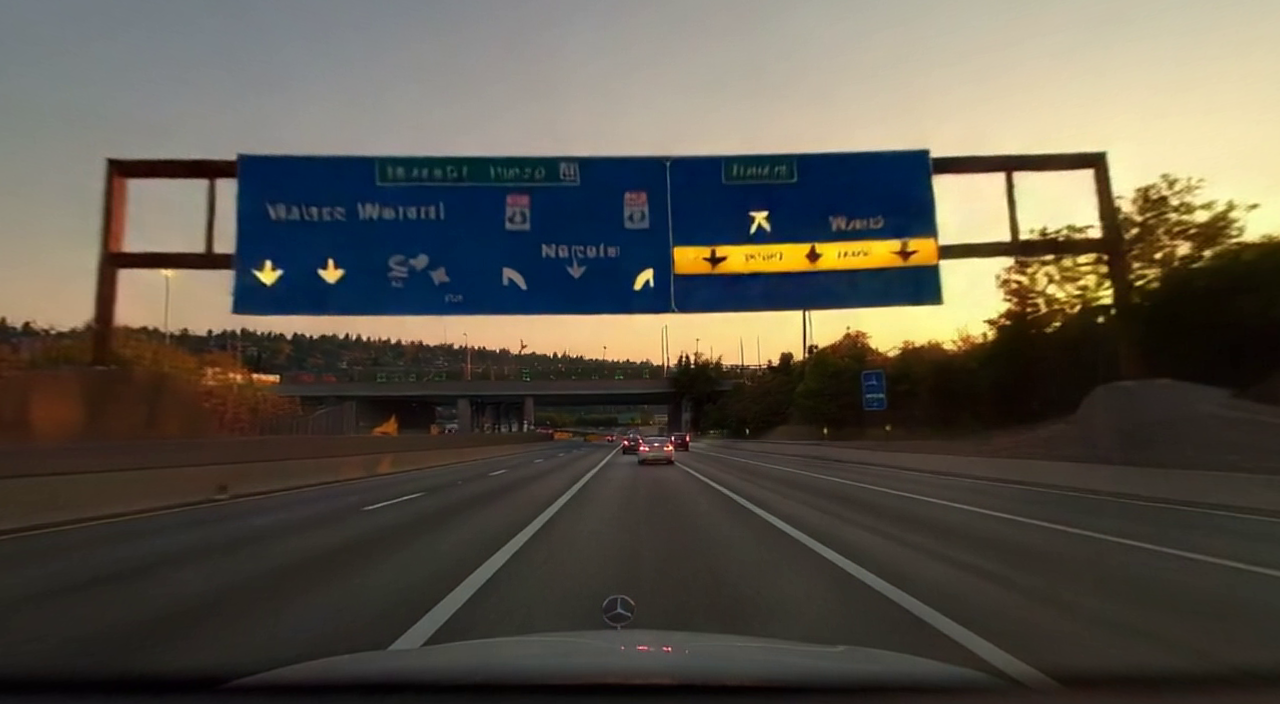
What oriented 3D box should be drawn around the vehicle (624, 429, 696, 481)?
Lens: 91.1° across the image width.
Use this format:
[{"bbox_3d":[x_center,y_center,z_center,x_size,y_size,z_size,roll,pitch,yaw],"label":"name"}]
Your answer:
[{"bbox_3d":[0.542,3.242,20.130,2.046,1.467,3.844,0,-8,-2],"label":"vehicle"}]
